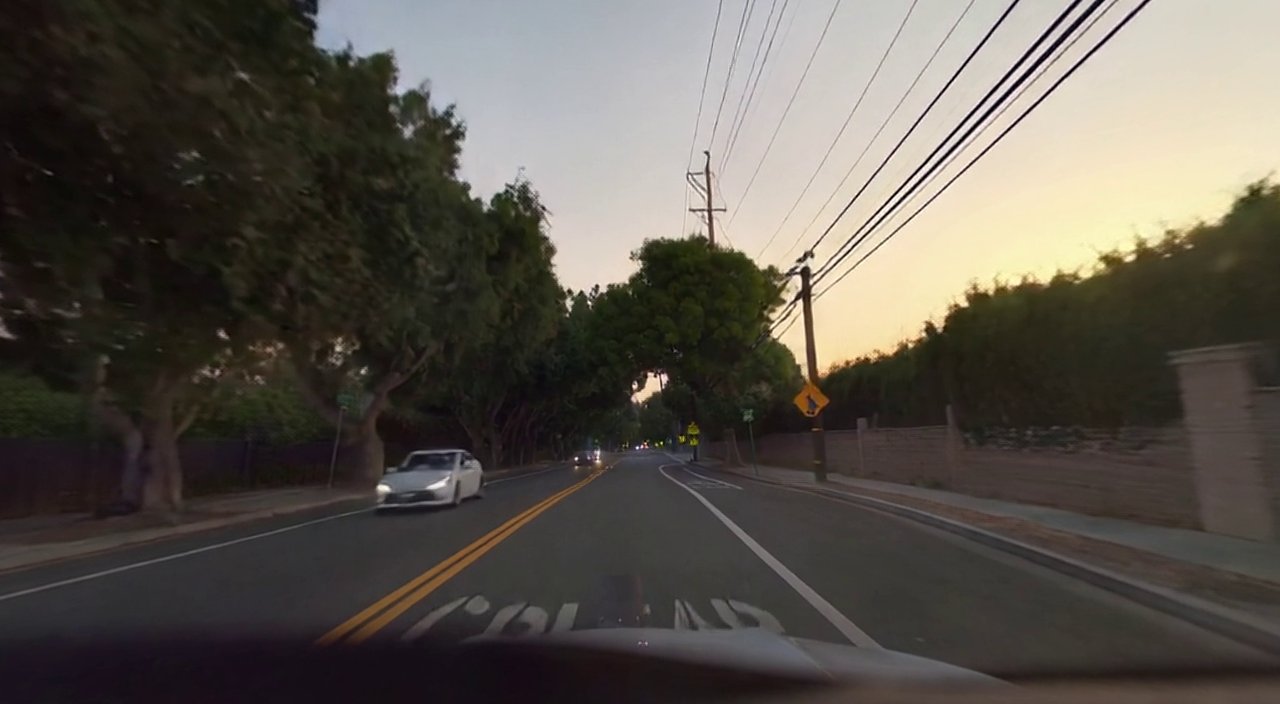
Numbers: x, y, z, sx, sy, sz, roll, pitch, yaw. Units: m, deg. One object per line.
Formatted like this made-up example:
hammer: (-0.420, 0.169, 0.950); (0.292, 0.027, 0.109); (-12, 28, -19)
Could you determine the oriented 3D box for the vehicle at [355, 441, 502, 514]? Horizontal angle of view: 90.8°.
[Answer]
vehicle: (-5.030, 3.026, 15.839); (2.093, 1.523, 4.536); (0, -8, 0)
